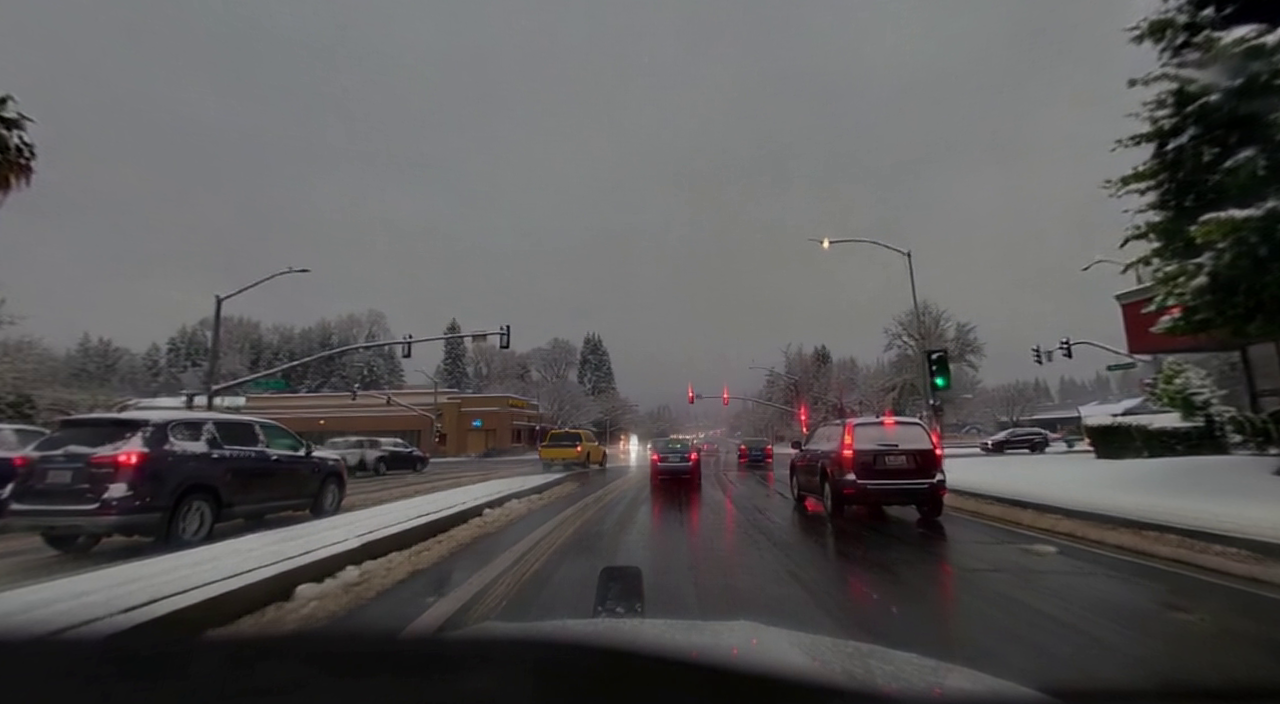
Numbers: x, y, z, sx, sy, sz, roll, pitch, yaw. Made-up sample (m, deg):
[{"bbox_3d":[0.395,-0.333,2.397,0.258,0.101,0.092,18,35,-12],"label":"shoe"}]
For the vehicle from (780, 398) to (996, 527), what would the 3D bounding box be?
[{"bbox_3d":[4.295,2.038,12.130,2.267,1.931,5.145,-1,-8,3],"label":"vehicle"}]

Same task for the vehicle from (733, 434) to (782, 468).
[{"bbox_3d":[5.703,4.862,31.043,2.149,1.532,4.168,-2,-8,9],"label":"vehicle"}]

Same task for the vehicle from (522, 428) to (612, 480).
[{"bbox_3d":[-2.625,3.841,24.066,2.088,1.746,4.650,-2,-9,11],"label":"vehicle"}]

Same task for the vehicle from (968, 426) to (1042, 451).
[{"bbox_3d":[28.723,6.878,49.866,4.557,1.848,2.008,-2,-9,12],"label":"vehicle"}]

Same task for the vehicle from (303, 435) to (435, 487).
[{"bbox_3d":[-8.593,3.480,20.551,2.017,1.472,4.418,-1,-8,6],"label":"vehicle"}]

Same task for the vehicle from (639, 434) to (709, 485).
[{"bbox_3d":[1.121,3.470,20.601,2.057,1.492,3.825,-1,-8,4],"label":"vehicle"}]

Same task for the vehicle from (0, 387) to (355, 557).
[{"bbox_3d":[-6.546,1.682,9.481,2.127,1.888,4.637,-1,-8,3],"label":"vehicle"}]
